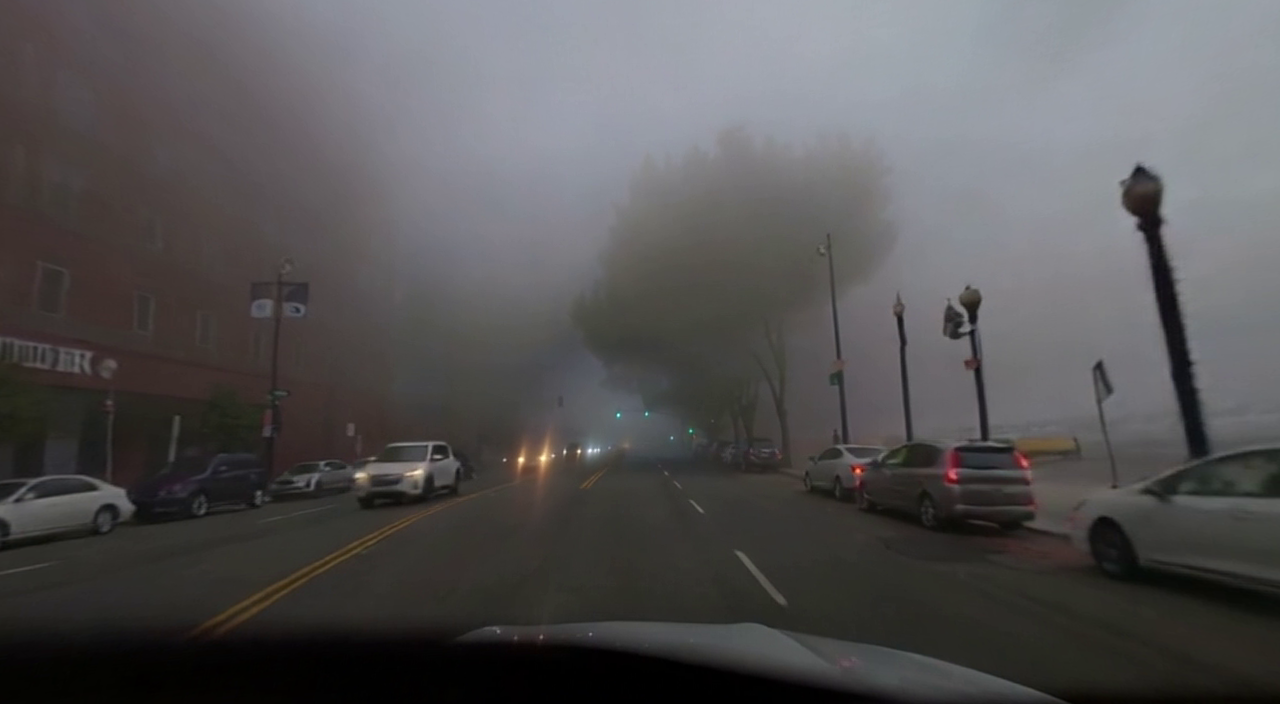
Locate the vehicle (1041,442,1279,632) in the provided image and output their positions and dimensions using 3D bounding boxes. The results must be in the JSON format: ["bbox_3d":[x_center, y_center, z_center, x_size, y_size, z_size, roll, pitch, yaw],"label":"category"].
[{"bbox_3d":[5.844,1.500,5.376,1.787,1.463,4.506,0,-9,-2],"label":"vehicle"}]

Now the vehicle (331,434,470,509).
[{"bbox_3d":[-6.362,3.210,17.467,2.095,1.759,4.413,-1,-9,0],"label":"vehicle"}]

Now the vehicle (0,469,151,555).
[{"bbox_3d":[-12.501,3.162,12.602,1.868,1.418,4.415,-2,-9,1],"label":"vehicle"}]

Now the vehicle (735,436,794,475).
[{"bbox_3d":[6.036,5.078,31.142,2.047,1.720,4.353,0,-9,0],"label":"vehicle"}]

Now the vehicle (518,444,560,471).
[{"bbox_3d":[-6.232,6.566,39.502,1.898,1.532,4.337,-1,-9,0],"label":"vehicle"}]

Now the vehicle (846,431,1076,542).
[{"bbox_3d":[5.564,2.358,11.773,1.899,1.642,4.463,0,-9,0],"label":"vehicle"}]

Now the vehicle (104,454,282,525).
[{"bbox_3d":[-12.009,3.660,17.395,1.834,1.643,4.110,-1,-9,1],"label":"vehicle"}]
